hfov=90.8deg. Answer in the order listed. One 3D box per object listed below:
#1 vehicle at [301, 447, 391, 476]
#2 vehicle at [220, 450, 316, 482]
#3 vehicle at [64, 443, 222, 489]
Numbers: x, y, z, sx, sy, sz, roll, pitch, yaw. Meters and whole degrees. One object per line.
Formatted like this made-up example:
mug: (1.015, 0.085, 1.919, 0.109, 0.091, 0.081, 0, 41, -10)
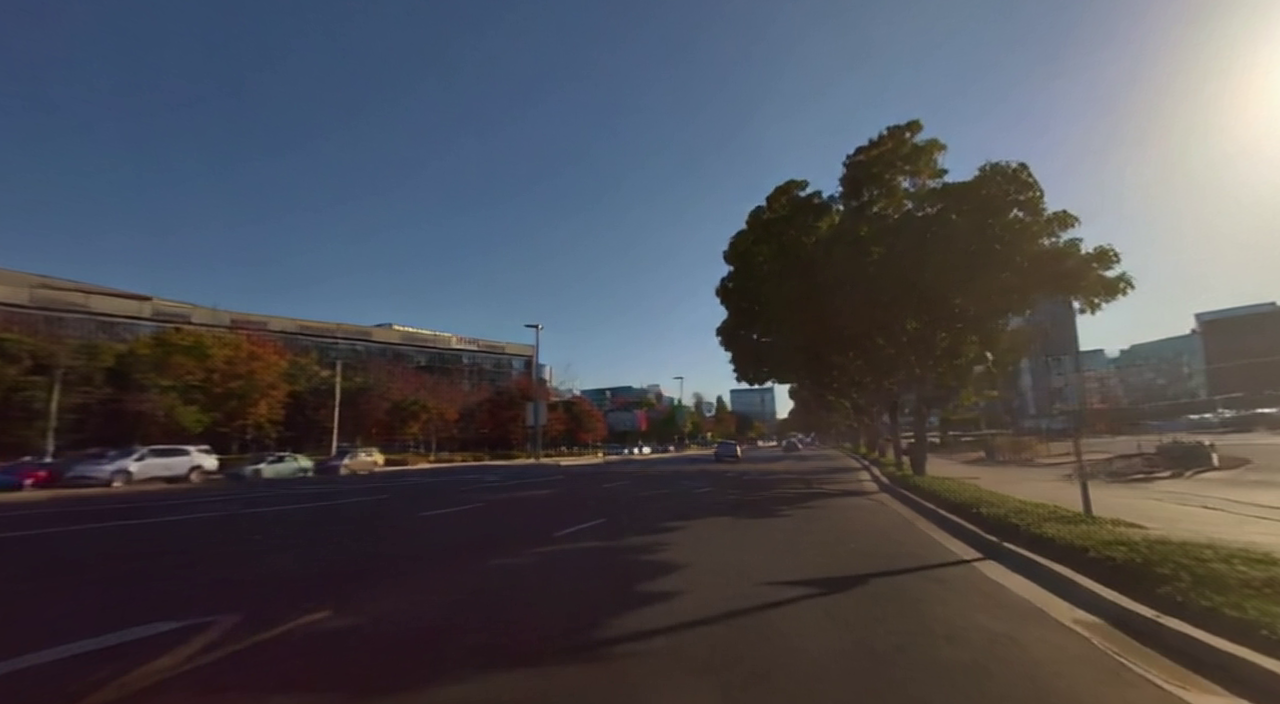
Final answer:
vehicle: (-16.742, 6.242, 36.233, 1.872, 1.493, 4.724, -3, -8, 19)
vehicle: (-20.638, 6.312, 35.275, 1.867, 1.540, 4.423, -3, -8, 18)
vehicle: (-20.286, 4.607, 26.104, 1.926, 1.681, 4.727, -3, -8, 18)
